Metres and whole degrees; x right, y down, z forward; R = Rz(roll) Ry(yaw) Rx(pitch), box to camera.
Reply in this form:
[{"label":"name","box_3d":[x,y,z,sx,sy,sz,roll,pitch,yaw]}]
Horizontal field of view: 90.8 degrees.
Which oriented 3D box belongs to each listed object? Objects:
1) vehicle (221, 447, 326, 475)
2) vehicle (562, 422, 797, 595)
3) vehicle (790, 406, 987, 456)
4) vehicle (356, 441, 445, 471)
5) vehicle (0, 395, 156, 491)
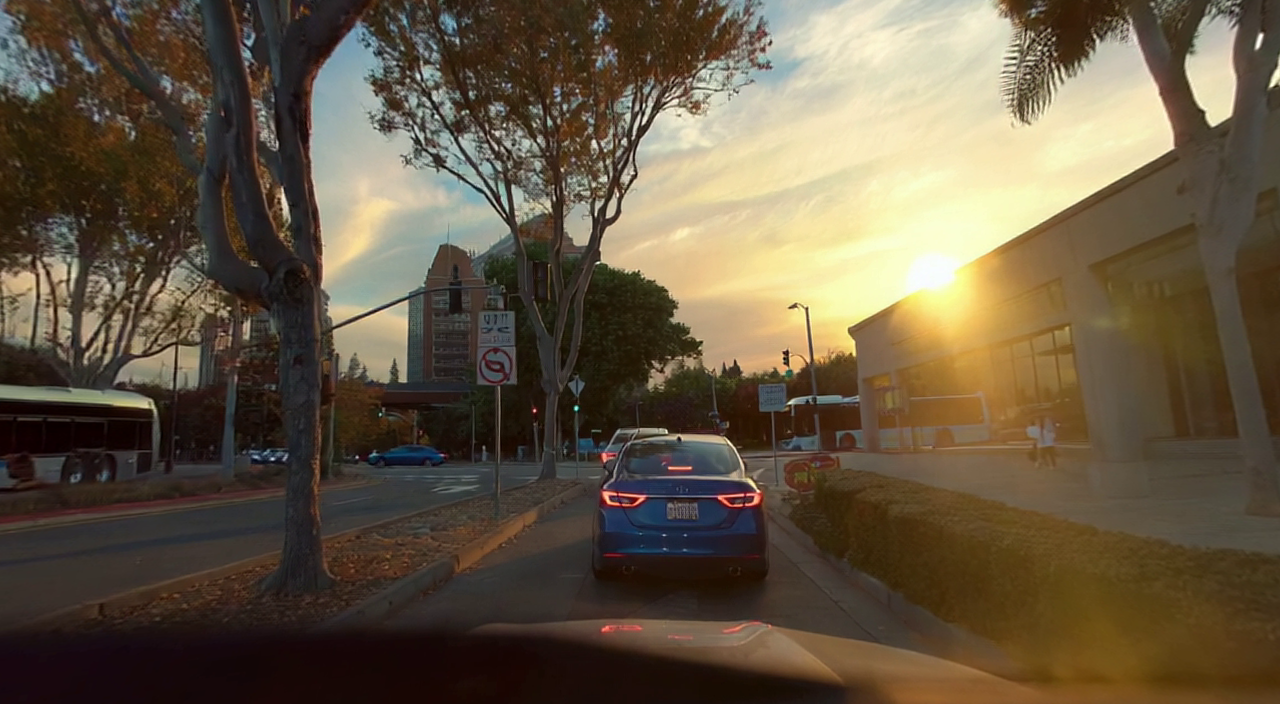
[{"label":"vehicle","box_3d":[-20.989,6.209,36.418,1.883,1.461,4.830,-5,-10,30]},{"label":"vehicle","box_3d":[0.374,1.631,7.388,2.006,1.470,3.799,0,-8,1]},{"label":"vehicle","box_3d":[18.997,6.209,49.158,13.811,3.706,2.997,-1,-9,3]},{"label":"vehicle","box_3d":[-14.469,6.278,38.338,4.561,1.645,1.892,8,-12,-42]},{"label":"vehicle","box_3d":[-25.912,3.647,25.362,2.692,3.685,10.153,-3,-9,20]}]
